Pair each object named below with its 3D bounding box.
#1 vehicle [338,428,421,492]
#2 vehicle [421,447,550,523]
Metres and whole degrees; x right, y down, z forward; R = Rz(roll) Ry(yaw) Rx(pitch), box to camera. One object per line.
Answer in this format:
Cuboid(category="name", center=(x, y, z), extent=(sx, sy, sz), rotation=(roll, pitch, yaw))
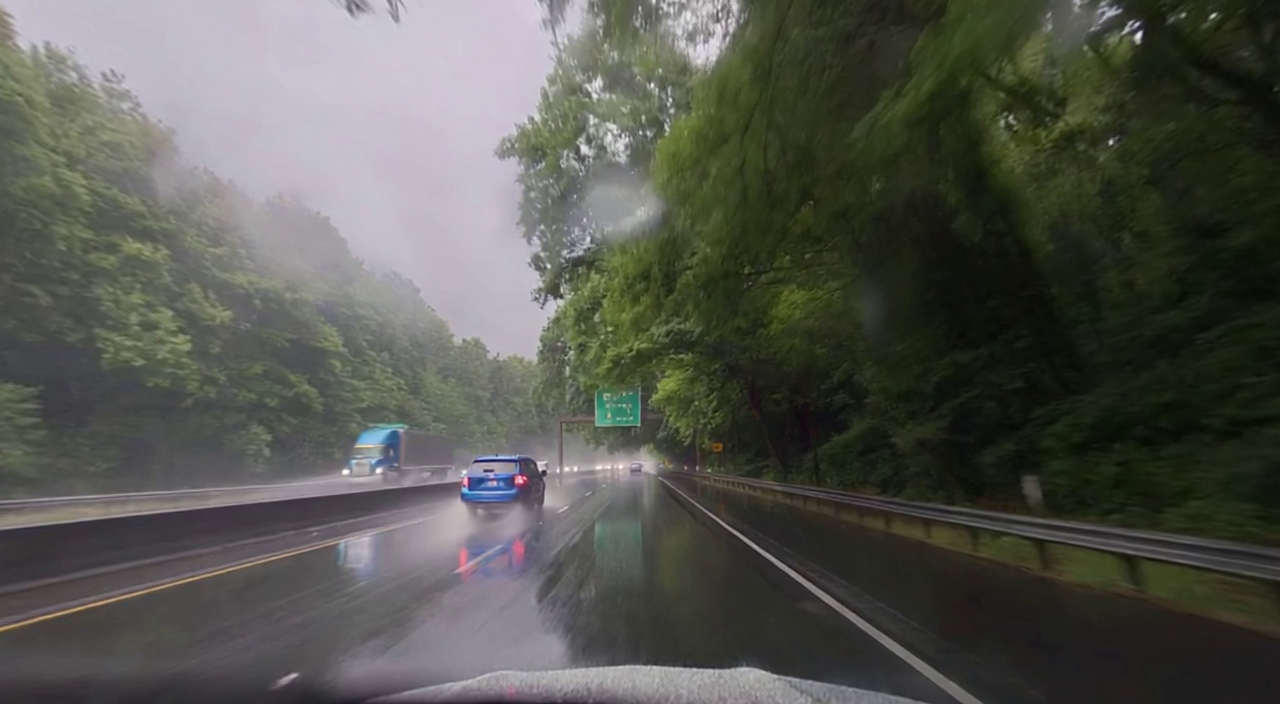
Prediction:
Cuboid(category="vehicle", center=(-17.574, 7.396, 42.977), extent=(2.973, 3.982, 5.879), rotation=(1, -10, -1))
Cuboid(category="vehicle", center=(-3.605, 3.242, 15.664), extent=(2.081, 1.586, 4.245), rotation=(1, -10, 0))
